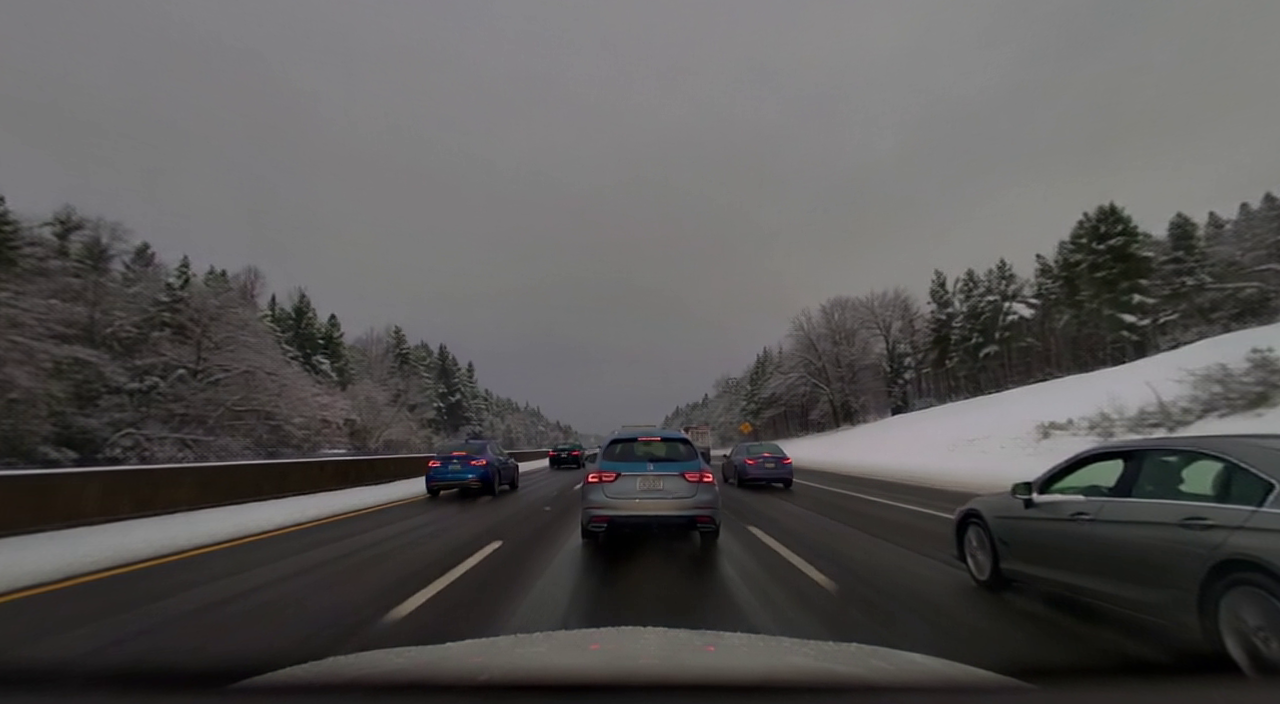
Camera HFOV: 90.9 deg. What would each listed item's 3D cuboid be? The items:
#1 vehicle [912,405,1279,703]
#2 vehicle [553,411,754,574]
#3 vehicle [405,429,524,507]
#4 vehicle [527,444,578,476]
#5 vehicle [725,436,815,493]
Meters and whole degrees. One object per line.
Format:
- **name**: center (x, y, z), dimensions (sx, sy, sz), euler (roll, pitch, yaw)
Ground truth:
- **vehicle**: center (3.676, 1.136, 3.872), dimensions (1.953, 1.434, 4.511), euler (0, -9, 0)
- **vehicle**: center (0.119, 1.765, 8.563), dimensions (2.093, 1.695, 3.782), euler (0, -9, -1)
- **vehicle**: center (-4.235, 2.867, 15.923), dimensions (1.890, 1.708, 3.844), euler (0, -9, 0)
- **vehicle**: center (-4.211, 5.285, 30.934), dimensions (1.910, 1.468, 3.781), euler (0, -9, 1)
- **vehicle**: center (3.921, 3.468, 19.714), dimensions (1.905, 1.590, 3.746), euler (0, -9, -2)
